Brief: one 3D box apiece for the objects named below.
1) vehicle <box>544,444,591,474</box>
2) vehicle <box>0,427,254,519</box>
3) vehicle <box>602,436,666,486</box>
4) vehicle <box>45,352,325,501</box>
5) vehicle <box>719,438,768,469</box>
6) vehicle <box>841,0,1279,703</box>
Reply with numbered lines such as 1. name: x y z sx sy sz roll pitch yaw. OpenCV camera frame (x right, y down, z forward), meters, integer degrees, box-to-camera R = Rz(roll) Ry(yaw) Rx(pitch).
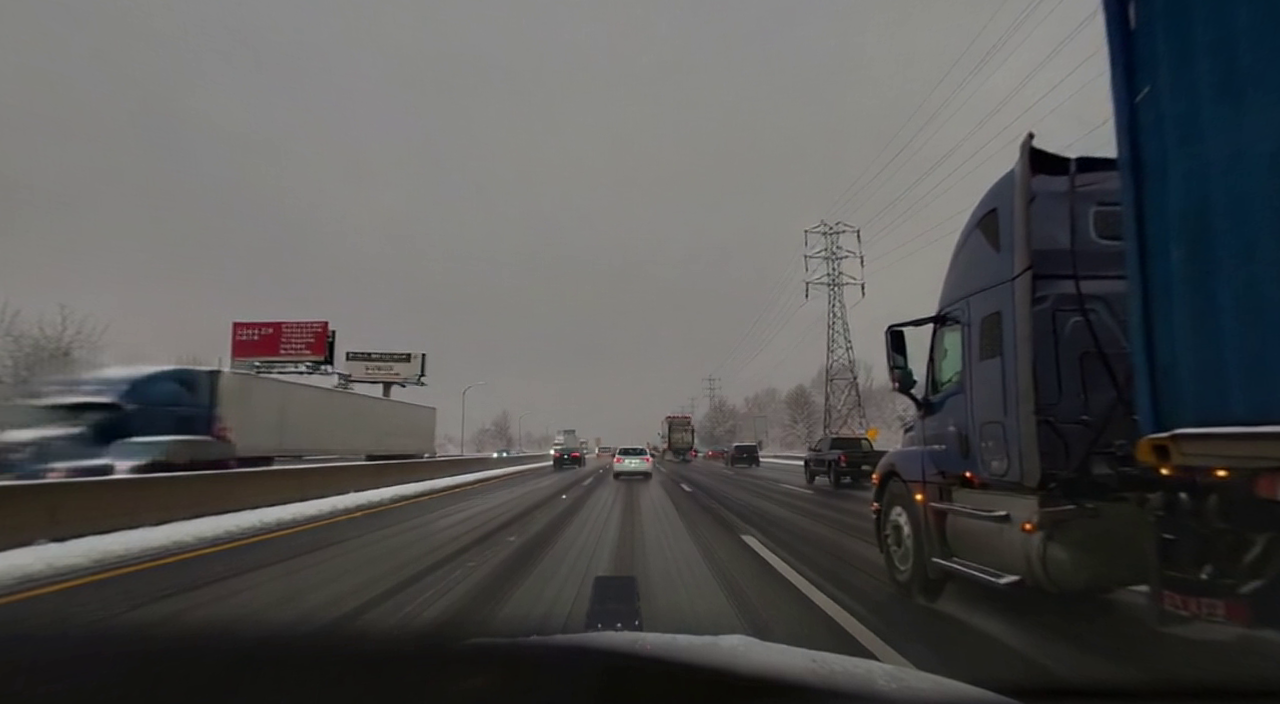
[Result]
1. vehicle: -3.854 5.775 34.425 2.025 1.498 4.675 0 -9 0
2. vehicle: -10.870 2.526 13.677 2.043 1.628 4.675 0 -9 0
3. vehicle: -0.224 4.056 23.723 2.191 1.685 4.015 0 -9 0
4. vehicle: -14.011 2.567 20.781 3.075 3.927 8.116 0 -9 0
5. vehicle: 7.008 6.945 43.445 2.302 1.973 5.502 0 -9 -1
6. vehicle: 3.588 -0.316 2.042 3.013 3.940 7.933 0 -9 -1
